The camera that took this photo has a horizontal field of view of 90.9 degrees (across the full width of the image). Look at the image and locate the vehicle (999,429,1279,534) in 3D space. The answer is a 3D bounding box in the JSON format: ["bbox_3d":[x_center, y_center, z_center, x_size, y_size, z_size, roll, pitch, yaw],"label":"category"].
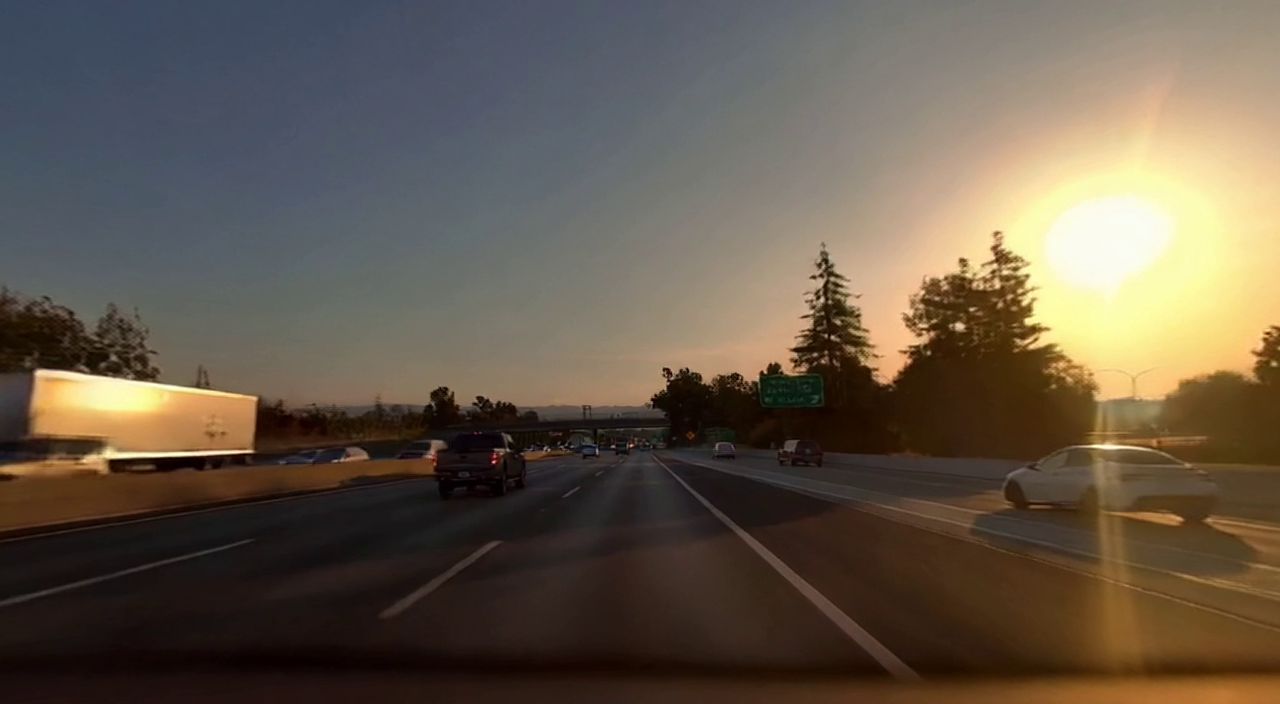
[{"bbox_3d":[9.199,2.382,12.177,1.971,1.638,4.295,0,-9,0],"label":"vehicle"}]

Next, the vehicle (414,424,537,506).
[{"bbox_3d":[-4.293,3.047,17.388,1.994,1.911,4.819,0,-9,1],"label":"vehicle"}]

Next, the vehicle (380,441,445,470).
[{"bbox_3d":[-17.077,7.805,47.784,2.477,2.066,5.967,0,-9,2],"label":"vehicle"}]

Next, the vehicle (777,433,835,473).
[{"bbox_3d":[9.533,5.857,36.713,2.061,2.115,4.635,0,-9,0],"label":"vehicle"}]

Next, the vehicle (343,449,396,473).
[{"bbox_3d":[-20.692,8.333,48.412,1.929,1.710,4.688,0,-9,1],"label":"vehicle"}]

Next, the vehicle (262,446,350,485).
[{"bbox_3d":[-17.084,5.788,32.530,2.042,1.826,4.395,0,-9,1],"label":"vehicle"}]

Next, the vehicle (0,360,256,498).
[{"bbox_3d":[-24.992,3.780,29.363,3.645,4.961,16.706,0,-9,0],"label":"vehicle"}]
